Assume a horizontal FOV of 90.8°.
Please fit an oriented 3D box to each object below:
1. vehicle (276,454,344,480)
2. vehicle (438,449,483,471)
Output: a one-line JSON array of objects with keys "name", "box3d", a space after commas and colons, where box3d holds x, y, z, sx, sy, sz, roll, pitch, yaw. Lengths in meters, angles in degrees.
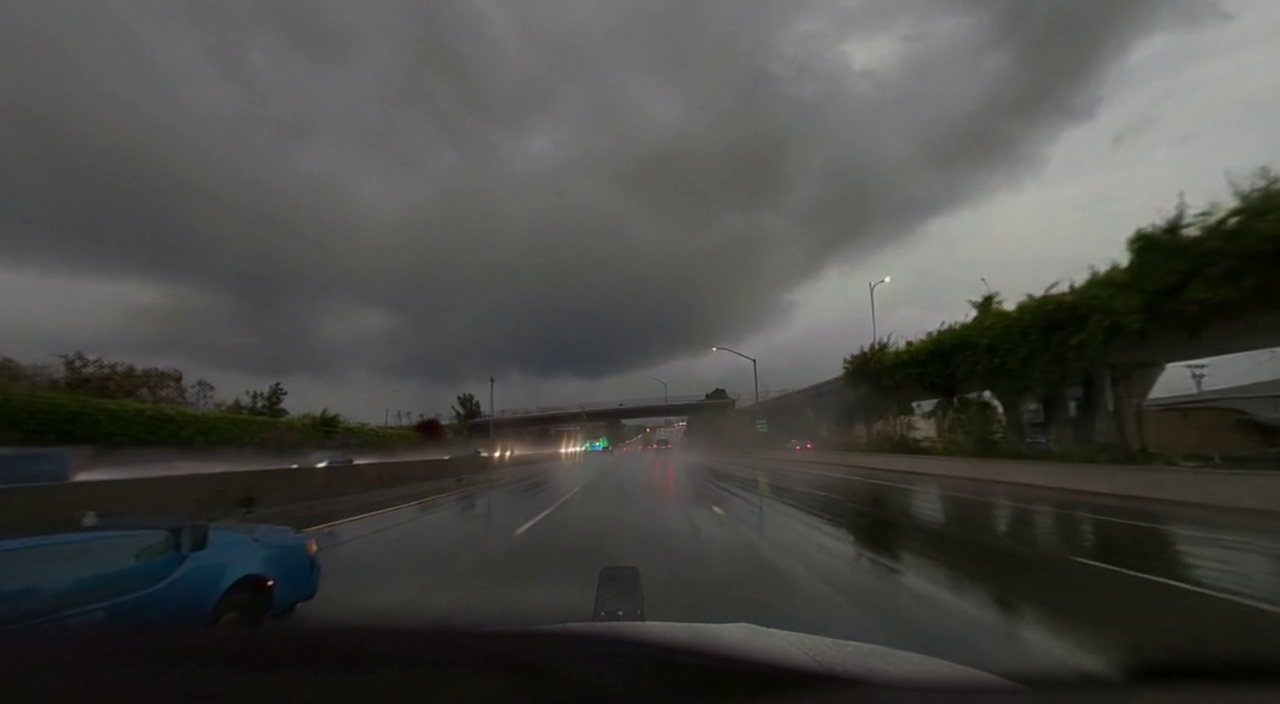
[{"name": "vehicle", "box3d": [-20.810, 7.274, 40.089, 1.859, 1.475, 4.564, 0, -8, 0]}, {"name": "vehicle", "box3d": [-13.356, 8.059, 47.289, 1.892, 1.481, 4.576, 0, -8, 1]}]
